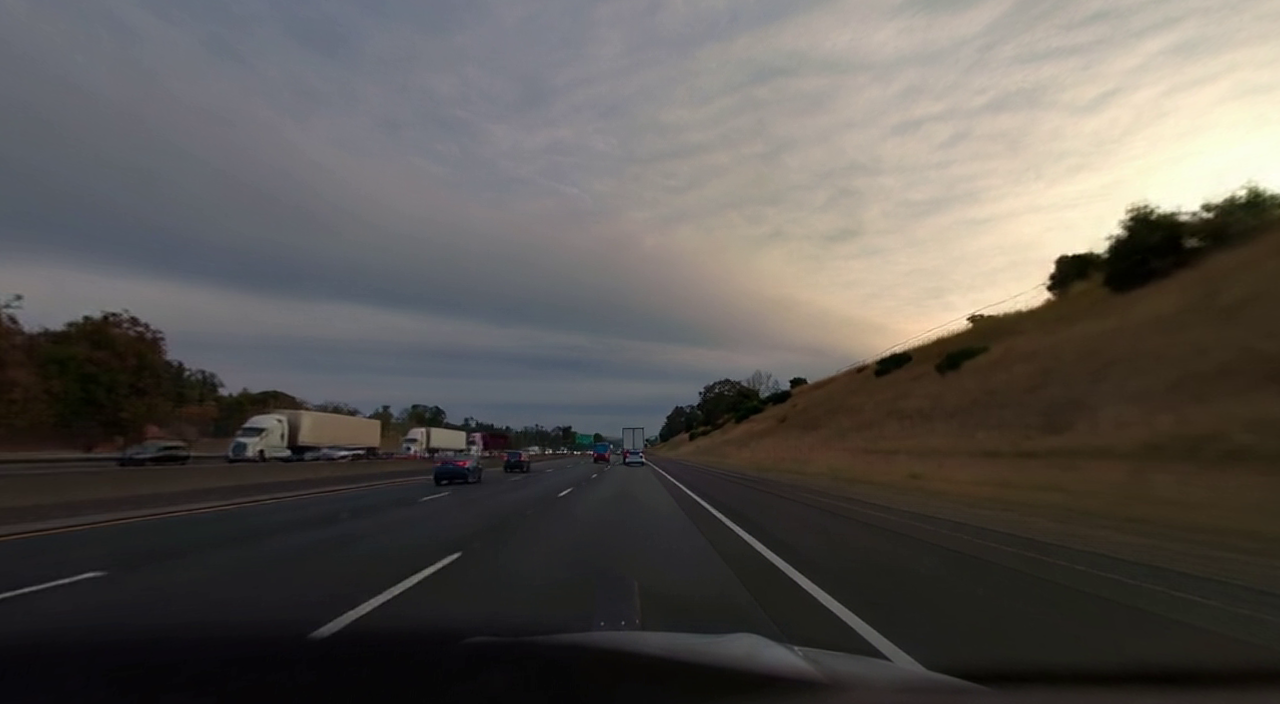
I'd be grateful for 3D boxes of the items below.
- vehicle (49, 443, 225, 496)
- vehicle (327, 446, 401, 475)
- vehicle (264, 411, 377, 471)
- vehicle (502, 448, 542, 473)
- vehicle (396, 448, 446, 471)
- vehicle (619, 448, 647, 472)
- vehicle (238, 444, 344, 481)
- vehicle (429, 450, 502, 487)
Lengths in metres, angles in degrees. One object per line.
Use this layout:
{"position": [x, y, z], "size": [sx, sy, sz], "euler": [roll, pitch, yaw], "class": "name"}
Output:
{"position": [-14.679, 3.434, 18.766], "size": [1.927, 1.393, 4.071], "euler": [0, -9, -1], "class": "vehicle"}
{"position": [-14.951, 5.896, 34.454], "size": [2.121, 1.452, 4.356], "euler": [0, -9, -1], "class": "vehicle"}
{"position": [-19.737, 5.641, 39.678], "size": [2.935, 3.383, 7.992], "euler": [0, -9, -1], "class": "vehicle"}
{"position": [-8.231, 7.599, 44.365], "size": [2.004, 1.629, 4.506], "euler": [0, -9, 0], "class": "vehicle"}
{"position": [-15.275, 7.509, 44.199], "size": [1.918, 1.466, 4.632], "euler": [0, -9, 0], "class": "vehicle"}
{"position": [-0.520, 8.010, 46.802], "size": [2.009, 1.657, 3.962], "euler": [0, -9, -1], "class": "vehicle"}
{"position": [-14.589, 4.637, 26.663], "size": [2.056, 1.438, 4.297], "euler": [0, -9, -1], "class": "vehicle"}
{"position": [-7.406, 4.954, 27.197], "size": [1.895, 1.446, 4.456], "euler": [0, -9, 0], "class": "vehicle"}
